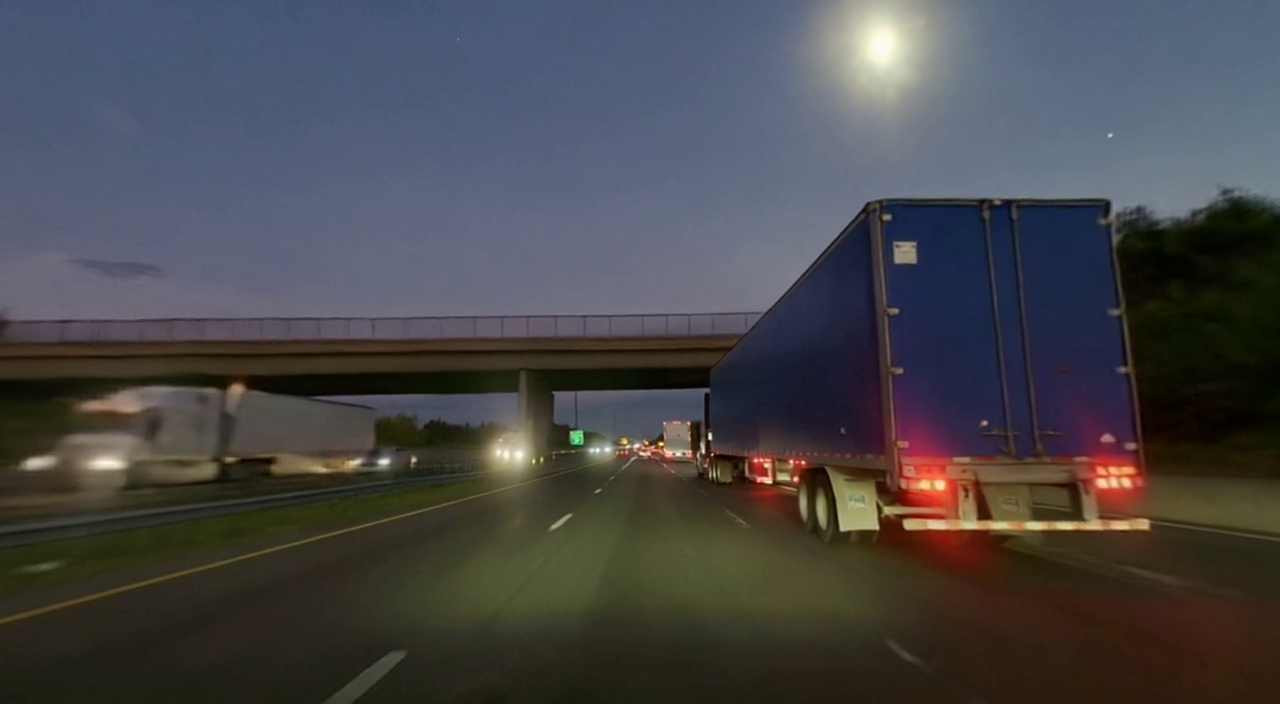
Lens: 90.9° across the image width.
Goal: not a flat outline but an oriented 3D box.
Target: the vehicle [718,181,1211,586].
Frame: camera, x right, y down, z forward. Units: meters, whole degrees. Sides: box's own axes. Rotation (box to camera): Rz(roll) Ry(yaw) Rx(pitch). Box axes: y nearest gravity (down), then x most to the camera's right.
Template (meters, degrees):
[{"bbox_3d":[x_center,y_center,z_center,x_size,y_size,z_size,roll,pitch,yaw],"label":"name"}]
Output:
[{"bbox_3d":[3.984,1.306,13.307,2.825,4.054,14.210,0,-9,0],"label":"vehicle"}]

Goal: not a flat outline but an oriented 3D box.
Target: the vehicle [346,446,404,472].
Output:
[{"bbox_3d":[-15.079,6.105,36.076,1.720,1.443,3.580,0,-9,0],"label":"vehicle"}]

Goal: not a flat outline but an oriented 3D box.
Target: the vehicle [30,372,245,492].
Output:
[{"bbox_3d":[-18.484,3.095,23.866,2.957,3.937,5.954,0,-9,0],"label":"vehicle"}]
